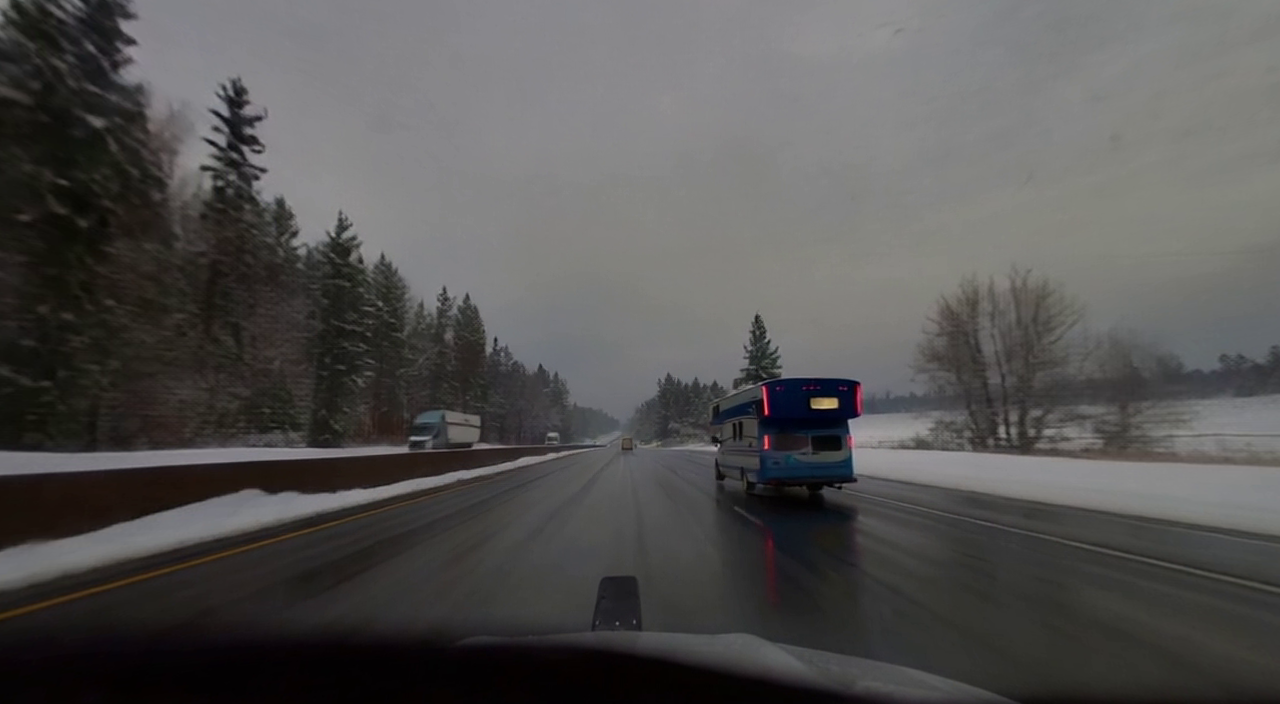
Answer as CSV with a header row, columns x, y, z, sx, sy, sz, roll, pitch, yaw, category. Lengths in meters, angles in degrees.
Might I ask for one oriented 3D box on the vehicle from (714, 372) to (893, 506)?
x,y,z,sx,sy,sz,roll,pitch,yaw,category
3.940,2.341,17.178,2.815,2.876,7.101,0,-8,-1,vehicle
